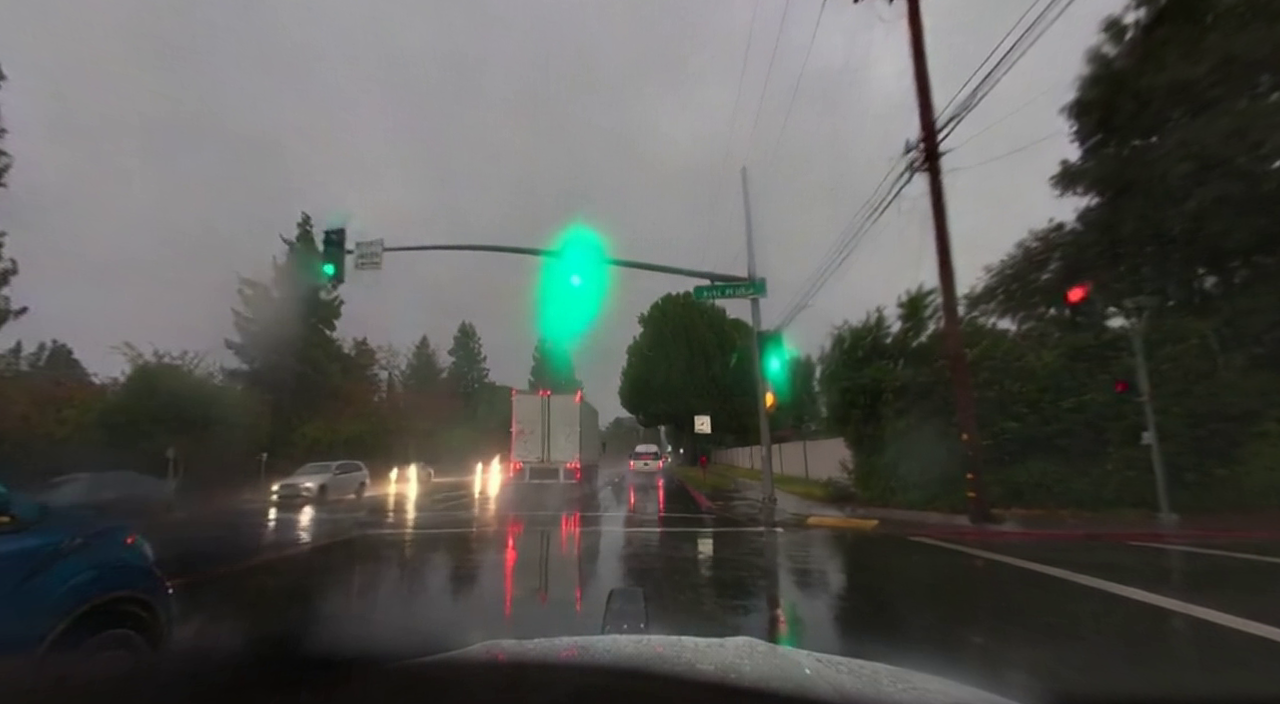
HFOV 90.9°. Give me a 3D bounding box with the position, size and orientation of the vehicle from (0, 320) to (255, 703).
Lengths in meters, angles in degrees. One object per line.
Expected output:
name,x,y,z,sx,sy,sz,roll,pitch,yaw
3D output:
vehicle,-3.251,0.667,1.247,2.093,1.832,4.508,0,-9,0

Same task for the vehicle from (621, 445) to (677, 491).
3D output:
vehicle,0.380,4.812,26.425,2.174,1.749,4.113,0,-9,1

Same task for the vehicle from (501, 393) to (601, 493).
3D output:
vehicle,-3.544,4.063,27.822,2.928,3.658,8.980,0,-9,1

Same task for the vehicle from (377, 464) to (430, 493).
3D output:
vehicle,-17.339,9.258,46.425,2.054,1.935,4.350,0,-9,1

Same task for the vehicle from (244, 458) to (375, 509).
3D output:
vehicle,-12.001,4.775,23.357,2.290,1.644,4.553,0,-9,1

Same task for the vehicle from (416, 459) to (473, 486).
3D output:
vehicle,-12.020,7.442,39.128,2.055,1.489,4.425,0,-9,1
